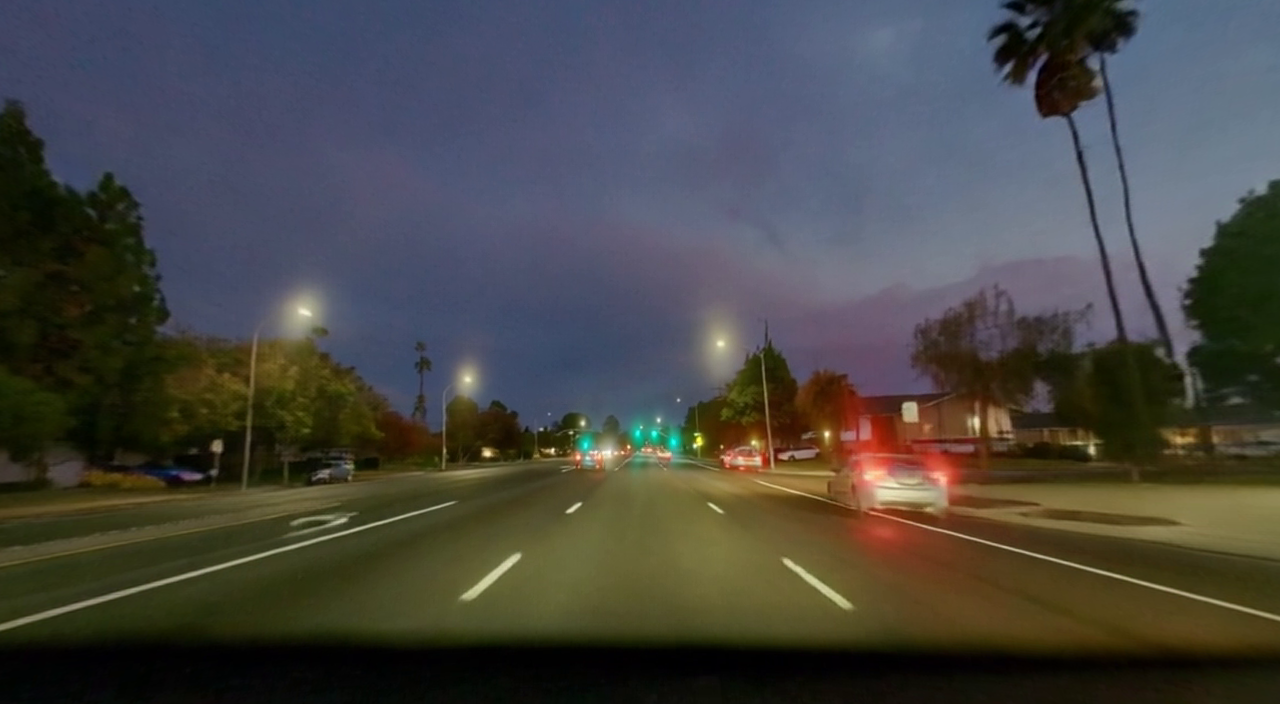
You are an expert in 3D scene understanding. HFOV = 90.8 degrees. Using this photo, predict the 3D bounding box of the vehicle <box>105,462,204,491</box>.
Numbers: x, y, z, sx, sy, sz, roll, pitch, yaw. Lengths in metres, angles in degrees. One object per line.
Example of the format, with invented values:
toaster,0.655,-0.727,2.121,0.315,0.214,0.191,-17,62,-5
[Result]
vehicle,-28.232,7.214,36.837,4.113,1.535,1.952,1,-8,-1

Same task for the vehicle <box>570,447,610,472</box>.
vehicle,-3.245,7.080,41.945,2.263,1.548,4.555,0,-9,0

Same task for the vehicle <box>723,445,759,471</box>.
vehicle,7.897,8.393,49.828,2.006,1.758,4.311,4,-10,0

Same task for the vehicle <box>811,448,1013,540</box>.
vehicle,4.959,2.623,12.468,2.149,1.421,4.805,-1,-9,4

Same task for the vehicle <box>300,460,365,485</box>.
vehicle,-21.099,8.263,43.575,2.003,1.555,4.921,-1,-10,0
